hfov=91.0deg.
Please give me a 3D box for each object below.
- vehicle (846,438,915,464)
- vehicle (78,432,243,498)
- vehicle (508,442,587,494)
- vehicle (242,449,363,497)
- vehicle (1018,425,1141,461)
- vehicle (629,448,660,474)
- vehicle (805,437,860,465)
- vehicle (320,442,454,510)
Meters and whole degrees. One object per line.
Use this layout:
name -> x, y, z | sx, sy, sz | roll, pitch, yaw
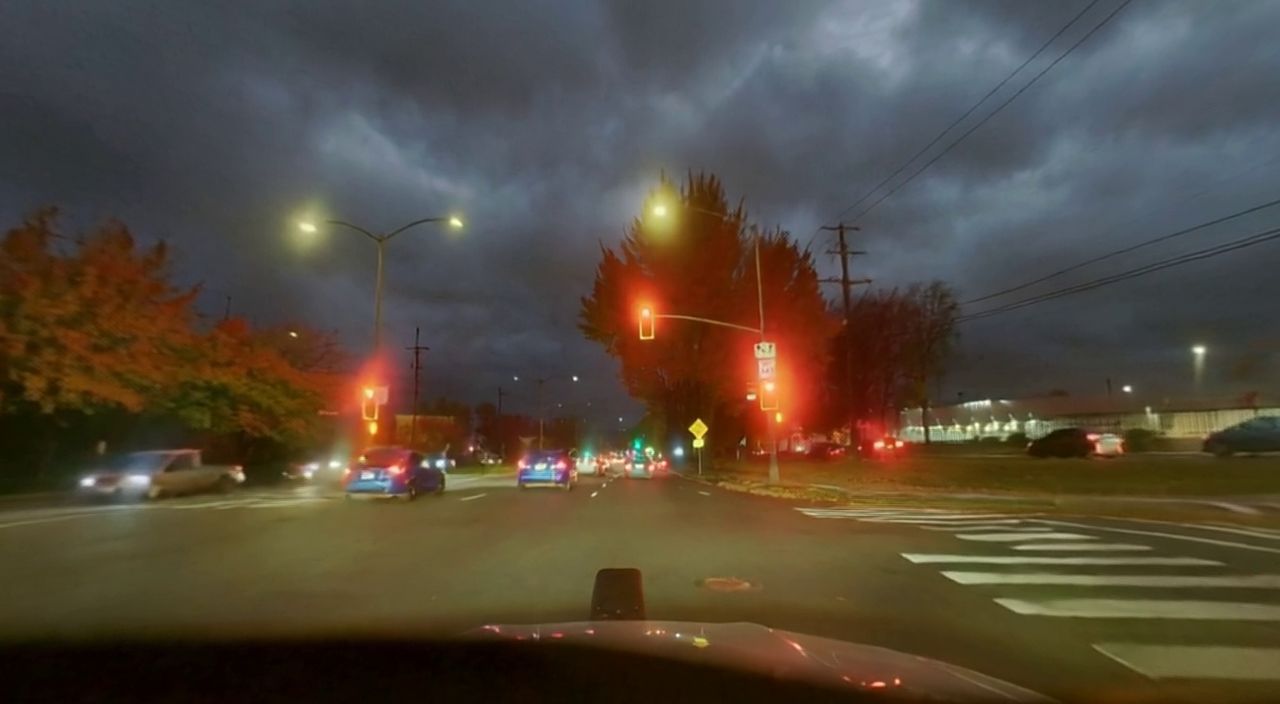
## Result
vehicle -> 14.778, 6.108, 38.961 | 1.826, 1.474, 4.254 | 1, -8, -14
vehicle -> -19.331, 4.525, 25.877 | 2.359, 2.375, 5.488 | 0, -8, 0
vehicle -> -3.240, 4.148, 23.009 | 2.085, 1.663, 4.513 | 0, -8, 1
vehicle -> -11.694, 4.194, 22.212 | 1.872, 1.475, 4.325 | -1, -9, 0
vehicle -> 20.034, 4.164, 28.906 | 1.835, 1.501, 4.158 | 6, -9, -33
vehicle -> 0.299, 7.821, 45.283 | 2.144, 1.704, 4.028 | 1, -8, -1
vehicle -> 13.375, 6.903, 44.001 | 1.862, 1.559, 3.959 | -4, -5, -11
vehicle -> -6.808, 3.342, 17.532 | 1.932, 1.596, 4.247 | 0, -8, 1
